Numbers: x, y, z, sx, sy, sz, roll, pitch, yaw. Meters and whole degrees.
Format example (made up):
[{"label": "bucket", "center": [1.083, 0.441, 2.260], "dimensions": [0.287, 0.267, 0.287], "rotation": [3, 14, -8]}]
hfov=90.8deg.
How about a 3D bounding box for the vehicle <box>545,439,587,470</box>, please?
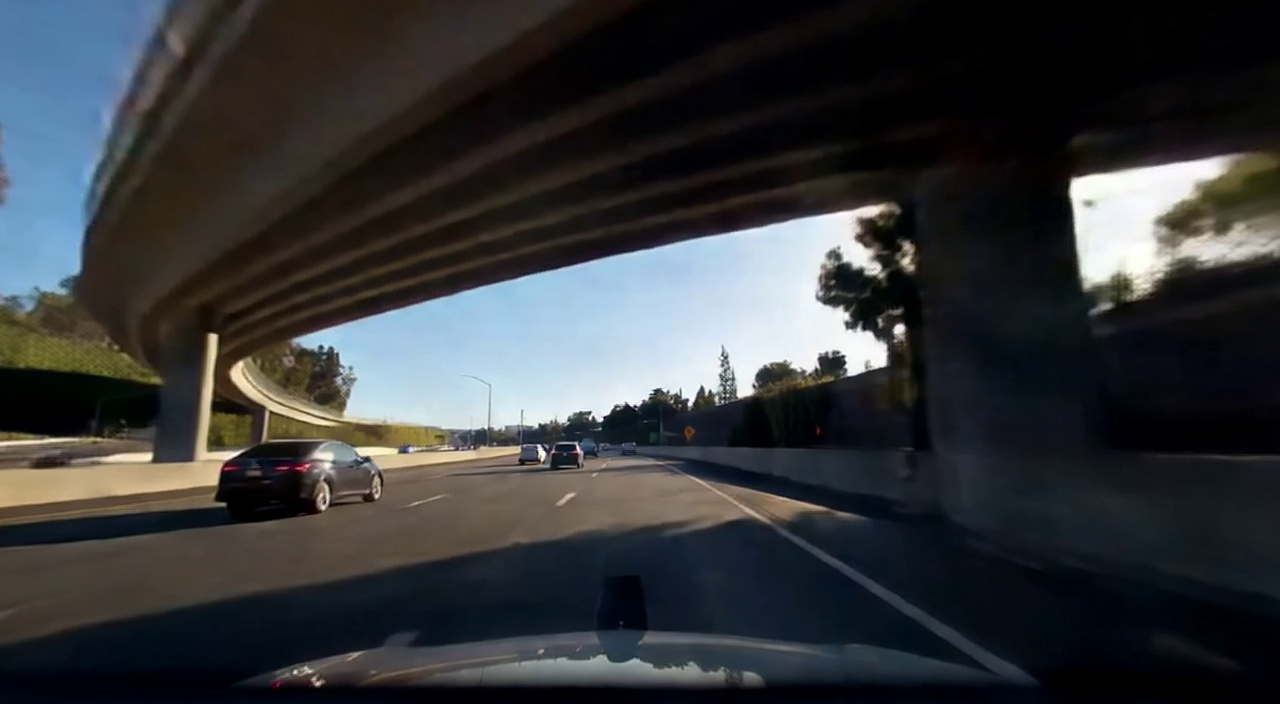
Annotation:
[{"label": "vehicle", "center": [-4.111, 5.776, 35.750], "dimensions": [1.971, 1.643, 4.009], "rotation": [0, -8, -1]}]
